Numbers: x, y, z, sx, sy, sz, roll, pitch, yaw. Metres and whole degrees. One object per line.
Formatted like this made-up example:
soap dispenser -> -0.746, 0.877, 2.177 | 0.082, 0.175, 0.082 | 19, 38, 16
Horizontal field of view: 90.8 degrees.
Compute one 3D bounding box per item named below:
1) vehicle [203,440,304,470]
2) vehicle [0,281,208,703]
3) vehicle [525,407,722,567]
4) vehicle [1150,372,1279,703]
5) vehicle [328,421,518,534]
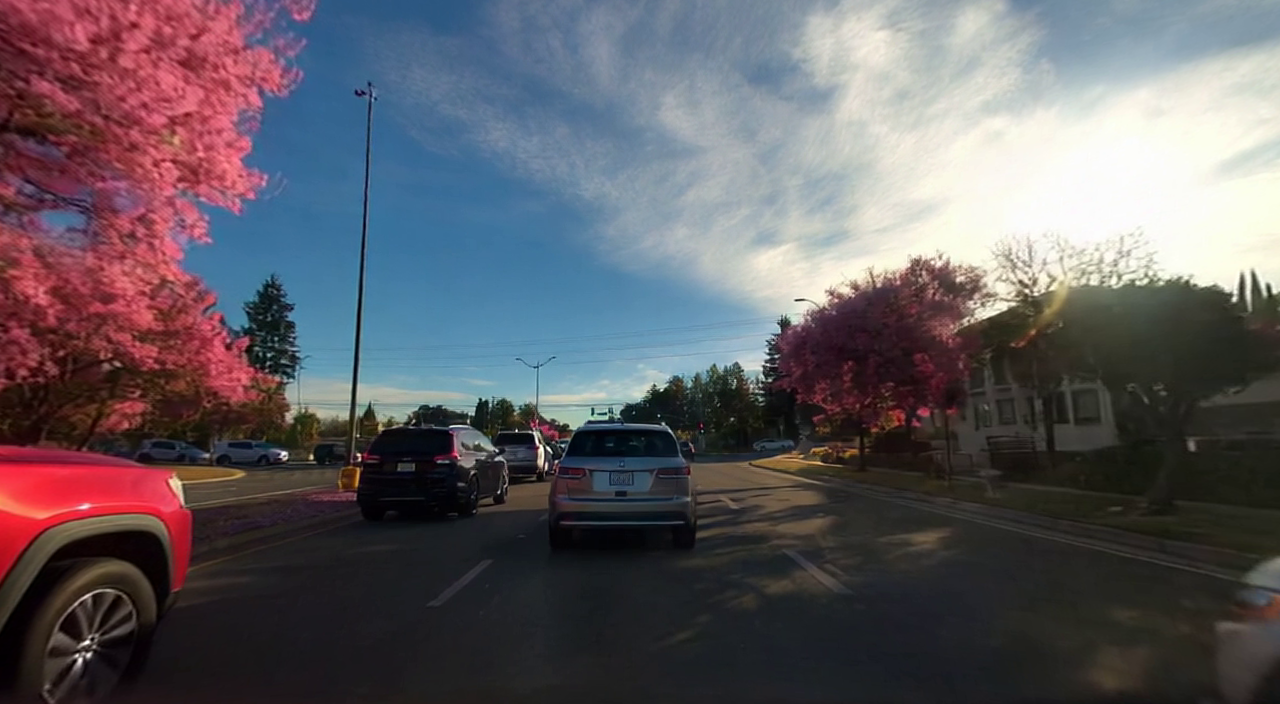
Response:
vehicle -> -28.503, 7.591, 46.832 | 5.856, 2.096, 2.481 | 3, -9, -18
vehicle -> -3.519, 0.509, 0.956 | 2.304, 1.928, 4.833 | 0, -8, -1
vehicle -> -0.191, 1.744, 8.878 | 2.112, 1.693, 4.058 | 0, -8, 0
vehicle -> 3.250, 0.646, 0.639 | 1.932, 1.578, 4.217 | 1, -8, 0
vehicle -> -3.667, 2.200, 11.656 | 1.948, 1.668, 4.279 | 0, -8, 0
